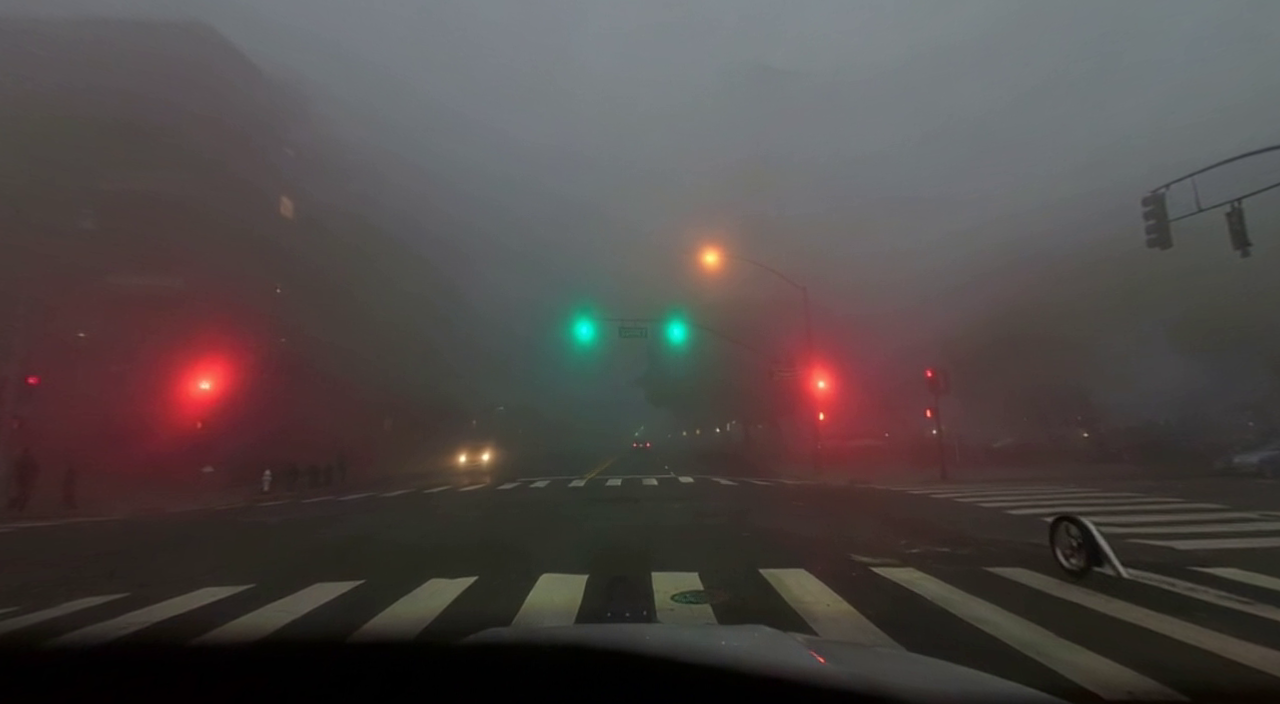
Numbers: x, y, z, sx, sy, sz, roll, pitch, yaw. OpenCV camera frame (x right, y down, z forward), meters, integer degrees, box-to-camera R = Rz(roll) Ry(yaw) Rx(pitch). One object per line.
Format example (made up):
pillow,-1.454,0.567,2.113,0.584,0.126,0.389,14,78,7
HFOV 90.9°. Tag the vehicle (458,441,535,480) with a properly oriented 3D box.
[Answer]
vehicle,-5.892,4.498,26.487,2.127,1.473,4.428,0,-8,1
